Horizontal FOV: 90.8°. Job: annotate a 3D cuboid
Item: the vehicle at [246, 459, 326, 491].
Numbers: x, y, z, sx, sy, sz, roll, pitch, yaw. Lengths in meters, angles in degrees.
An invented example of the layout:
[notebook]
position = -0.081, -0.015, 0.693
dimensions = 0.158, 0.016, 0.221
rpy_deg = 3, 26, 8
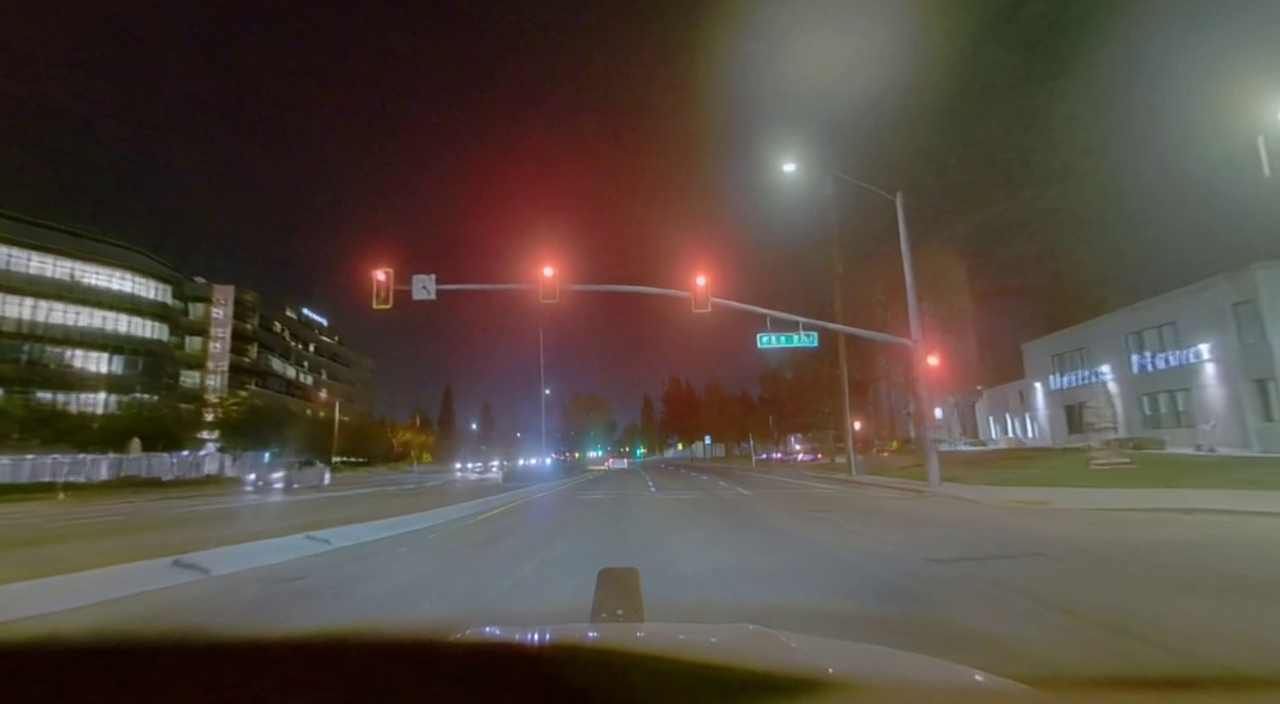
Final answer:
[vehicle]
position = -19.372, 6.724, 34.811
dimensions = 1.851, 1.502, 4.398
rpy_deg = -1, -9, 0
